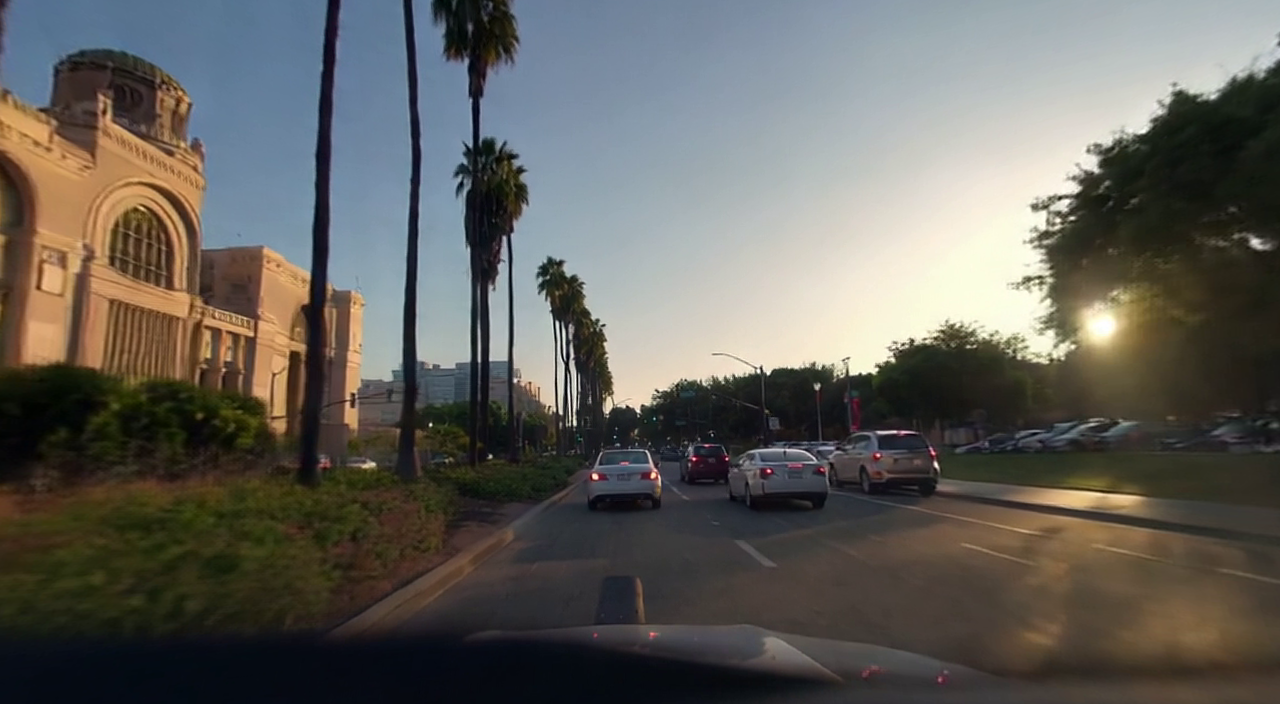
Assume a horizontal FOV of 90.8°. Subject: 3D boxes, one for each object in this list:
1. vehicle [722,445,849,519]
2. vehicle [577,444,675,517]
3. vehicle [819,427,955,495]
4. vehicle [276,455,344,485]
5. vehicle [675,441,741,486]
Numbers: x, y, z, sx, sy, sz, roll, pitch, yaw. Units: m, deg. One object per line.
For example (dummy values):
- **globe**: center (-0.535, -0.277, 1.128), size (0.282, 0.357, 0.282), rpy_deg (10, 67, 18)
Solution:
- **vehicle**: center (3.201, 2.926, 14.829), size (1.833, 1.465, 4.258), rpy_deg (0, -8, -2)
- **vehicle**: center (-0.322, 2.995, 15.238), size (2.050, 1.521, 3.747), rpy_deg (0, -8, -1)
- **vehicle**: center (7.916, 3.525, 20.966), size (2.200, 1.933, 5.123), rpy_deg (0, -8, -3)
- **vehicle**: center (-21.566, 7.696, 41.484), size (1.955, 1.770, 4.700), rpy_deg (0, -8, -1)
- **vehicle**: center (3.094, 5.295, 30.704), size (2.127, 1.854, 7.971), rpy_deg (0, -8, -1)
